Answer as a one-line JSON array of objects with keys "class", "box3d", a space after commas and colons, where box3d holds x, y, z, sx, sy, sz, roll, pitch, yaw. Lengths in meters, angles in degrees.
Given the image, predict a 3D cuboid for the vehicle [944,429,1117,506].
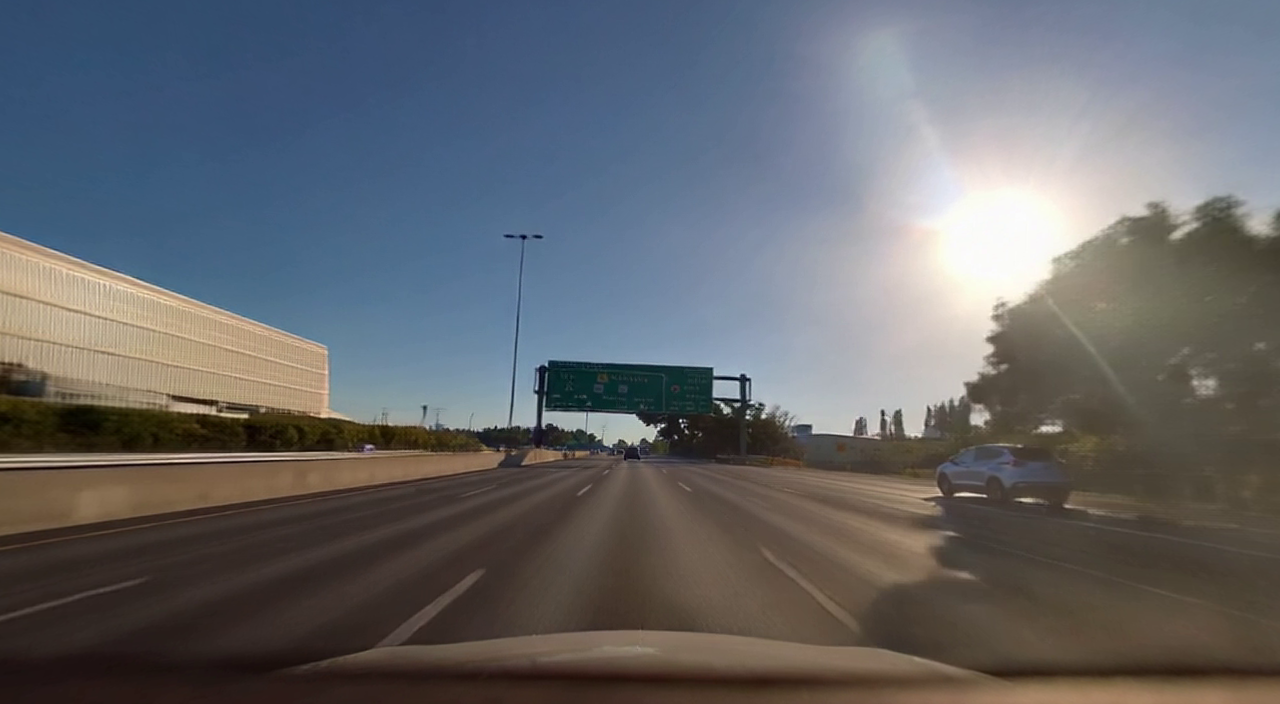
[{"class": "vehicle", "box3d": [13.273, 3.946, 22.026, 2.411, 2.326, 5.300, 0, -9, -2]}]
